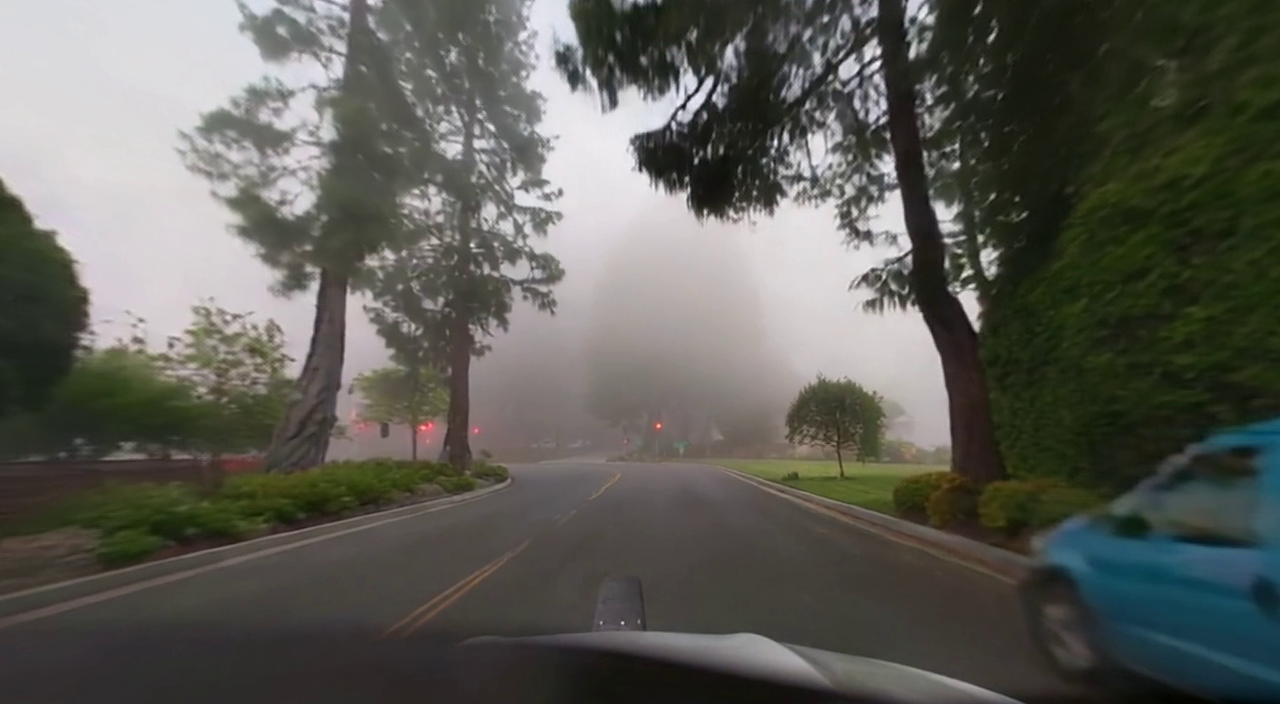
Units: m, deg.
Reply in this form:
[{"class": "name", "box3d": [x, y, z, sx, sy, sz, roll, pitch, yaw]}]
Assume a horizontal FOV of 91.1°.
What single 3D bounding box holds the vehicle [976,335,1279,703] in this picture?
[{"class": "vehicle", "box3d": [3.719, 0.835, 2.318, 2.323, 1.849, 4.691, 0, -8, 0]}]
